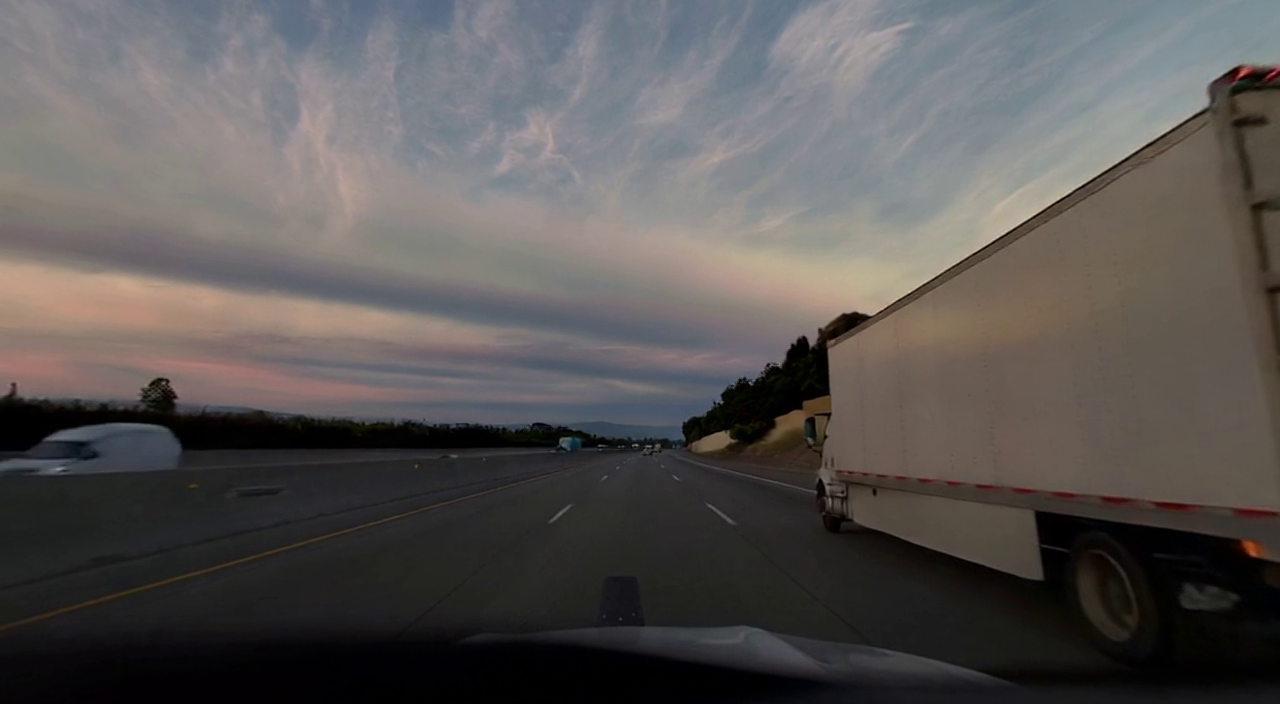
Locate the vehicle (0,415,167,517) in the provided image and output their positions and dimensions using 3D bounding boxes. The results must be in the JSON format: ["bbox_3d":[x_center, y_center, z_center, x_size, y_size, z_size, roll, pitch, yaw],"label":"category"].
[{"bbox_3d":[-19.617,3.695,20.783,2.658,2.883,6.850,0,-9,0],"label":"vehicle"}]

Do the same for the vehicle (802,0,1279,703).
[{"bbox_3d":[4.091,0.571,5.939,2.771,3.313,8.121,0,-9,-1],"label":"vehicle"}]

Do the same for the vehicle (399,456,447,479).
[{"bbox_3d":[-14.691,7.808,42.943,1.904,1.469,3.904,0,-9,0],"label":"vehicle"}]
